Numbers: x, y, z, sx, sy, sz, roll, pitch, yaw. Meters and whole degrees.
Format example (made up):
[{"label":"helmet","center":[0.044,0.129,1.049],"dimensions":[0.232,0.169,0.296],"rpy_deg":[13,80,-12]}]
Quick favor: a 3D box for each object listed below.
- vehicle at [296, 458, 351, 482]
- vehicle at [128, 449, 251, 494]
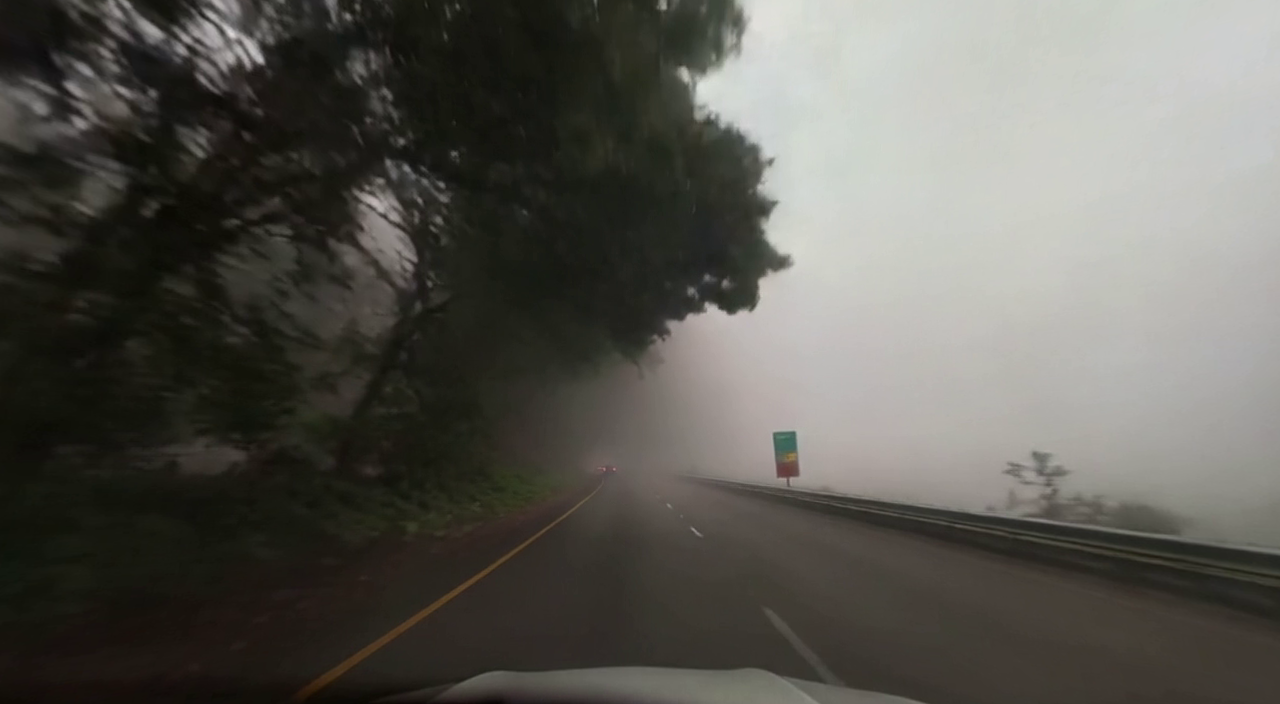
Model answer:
[{"label":"vehicle","center":[-20.788,7.762,41.534],"dimensions":[1.765,1.441,3.613],"rpy_deg":[1,-10,0]},{"label":"vehicle","center":[-16.426,4.396,23.233],"dimensions":[1.765,1.472,3.659],"rpy_deg":[1,-10,0]}]
